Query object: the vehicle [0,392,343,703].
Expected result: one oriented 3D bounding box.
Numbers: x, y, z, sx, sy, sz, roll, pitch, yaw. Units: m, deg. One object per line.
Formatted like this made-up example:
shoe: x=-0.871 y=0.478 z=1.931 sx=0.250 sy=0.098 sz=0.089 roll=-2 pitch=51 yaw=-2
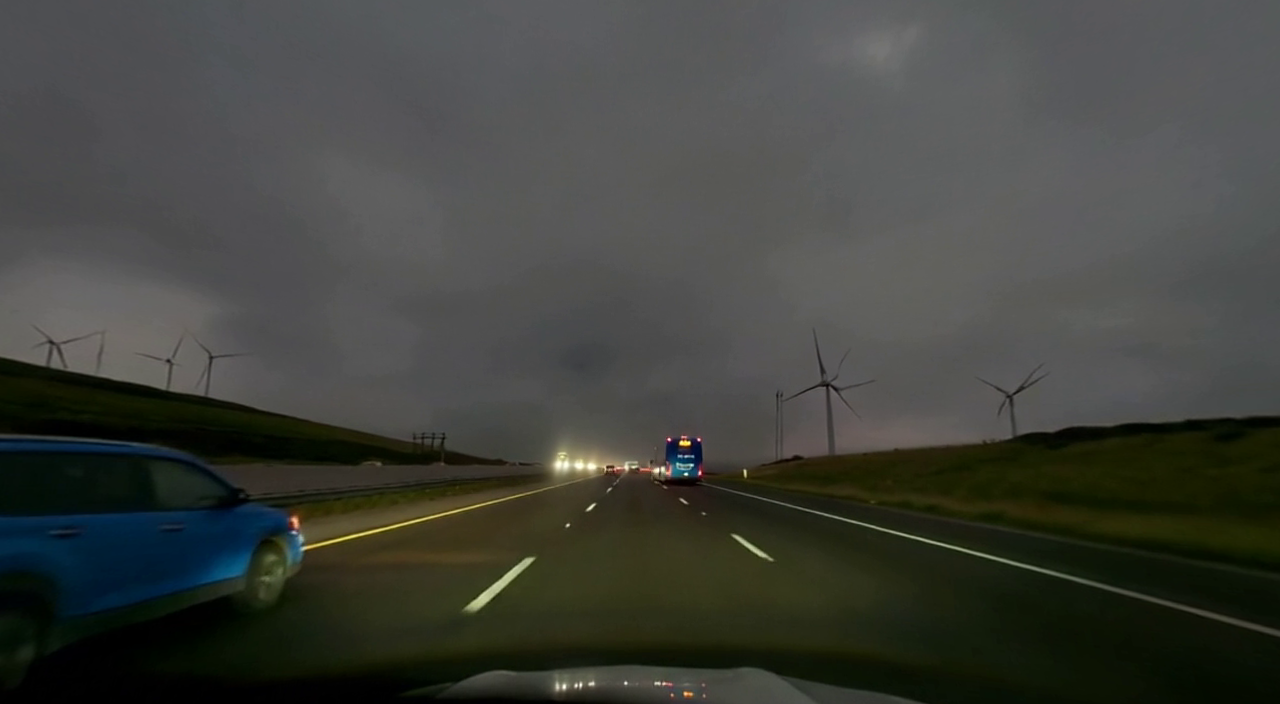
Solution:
vehicle: x=-4.024 y=1.171 z=3.956 sx=2.213 sy=1.568 sz=4.274 roll=1 pitch=-10 yaw=0
